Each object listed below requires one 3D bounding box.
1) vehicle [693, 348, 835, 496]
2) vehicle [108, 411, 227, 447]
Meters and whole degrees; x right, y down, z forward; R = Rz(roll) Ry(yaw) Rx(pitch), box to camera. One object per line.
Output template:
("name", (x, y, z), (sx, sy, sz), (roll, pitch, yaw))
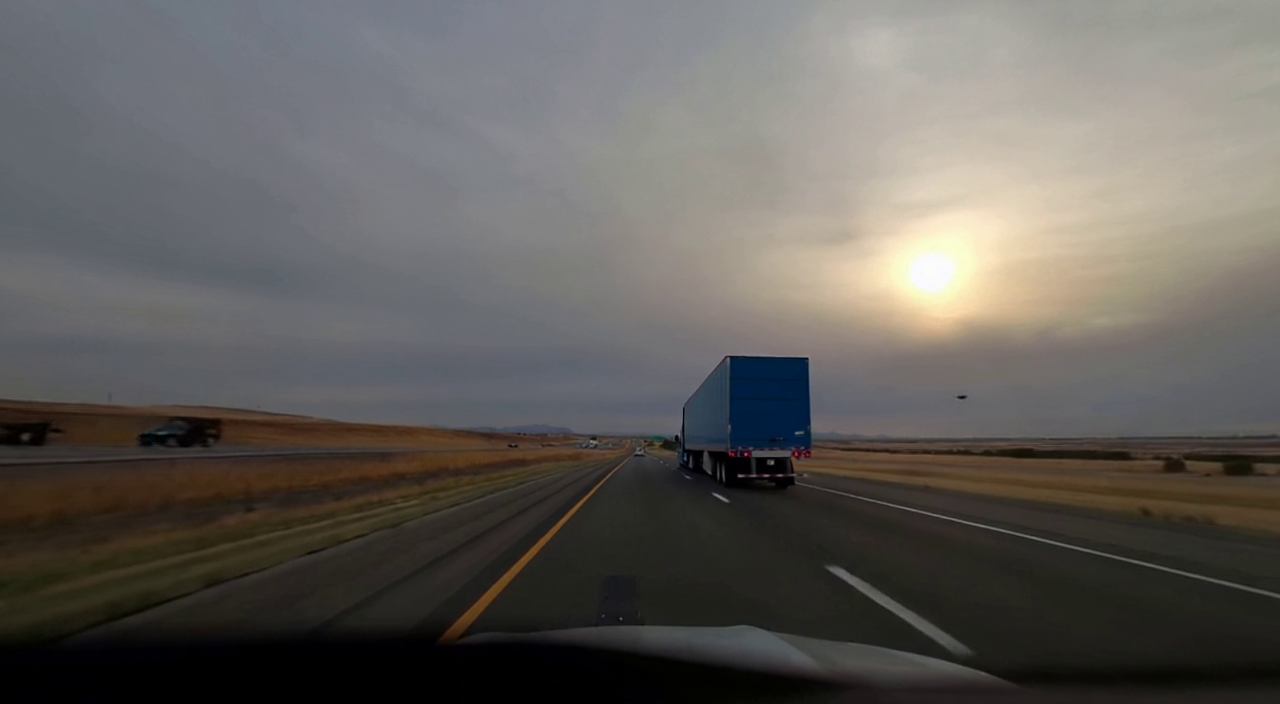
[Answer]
("vehicle", (4.047, 2.937, 24.415), (2.818, 4.206, 12.987), (0, -9, 0))
("vehicle", (-29.336, 4.904, 39.467), (2.342, 2.031, 6.463), (0, -9, 1))
